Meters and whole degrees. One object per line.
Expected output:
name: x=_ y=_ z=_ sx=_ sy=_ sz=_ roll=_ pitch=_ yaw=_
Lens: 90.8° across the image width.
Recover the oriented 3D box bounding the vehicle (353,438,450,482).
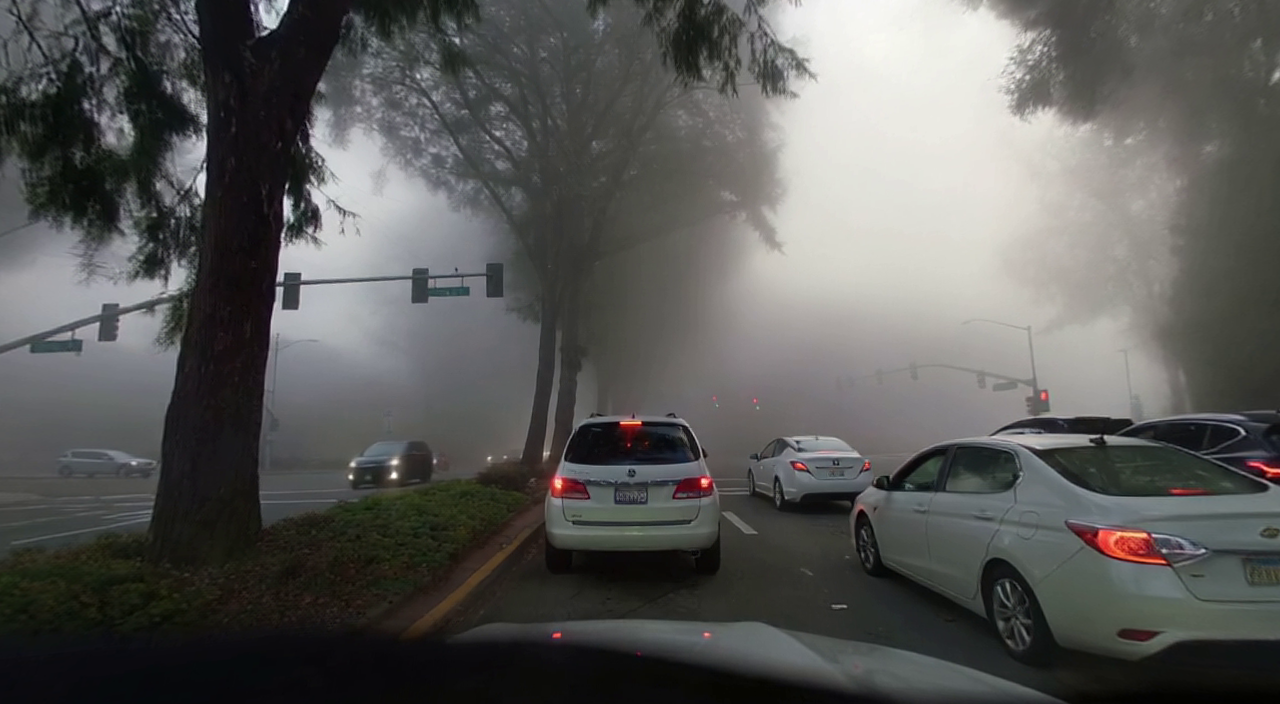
vehicle: x=-11.071 y=5.059 z=29.976 sx=2.204 sy=1.848 sz=6.047 roll=0 pitch=-9 yaw=1

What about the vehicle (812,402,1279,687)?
vehicle: x=3.367 y=1.421 z=5.958 sx=2.034 sy=1.558 sz=4.774 roll=0 pitch=-9 yaw=-1

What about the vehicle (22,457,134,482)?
vehicle: x=-35.089 y=7.343 z=39.586 sx=4.845 sy=1.442 sz=1.880 roll=2 pitch=-9 yaw=-13

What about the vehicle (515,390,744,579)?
vehicle: x=-0.213 y=1.620 z=8.430 sx=2.236 sy=1.827 sz=4.316 roll=1 pitch=-9 yaw=-3
